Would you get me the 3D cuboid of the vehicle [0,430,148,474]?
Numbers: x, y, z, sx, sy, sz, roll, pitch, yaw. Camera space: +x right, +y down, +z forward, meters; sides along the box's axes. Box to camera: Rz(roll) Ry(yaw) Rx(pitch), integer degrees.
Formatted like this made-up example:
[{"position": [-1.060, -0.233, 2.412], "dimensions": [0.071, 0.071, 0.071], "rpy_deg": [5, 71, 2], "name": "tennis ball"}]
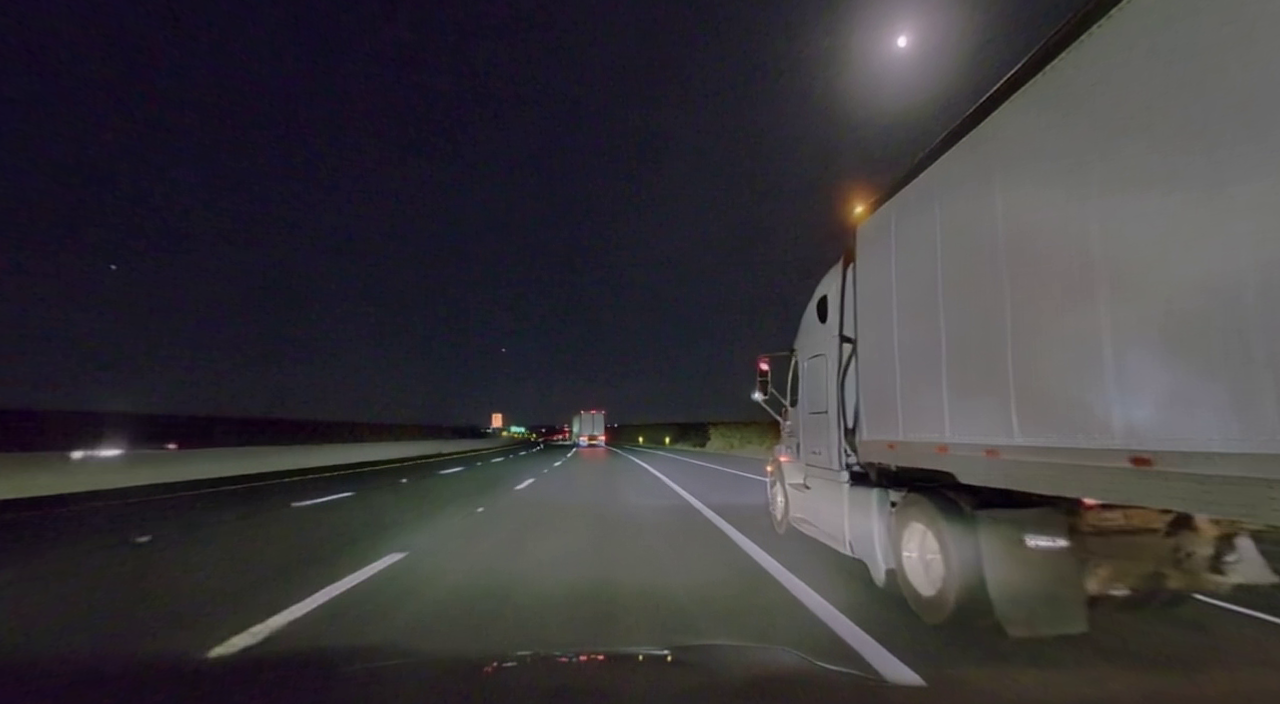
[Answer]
[{"position": [-21.579, 3.801, 24.219], "dimensions": [1.819, 1.486, 4.460], "rpy_deg": [0, -8, -3], "name": "vehicle"}]
